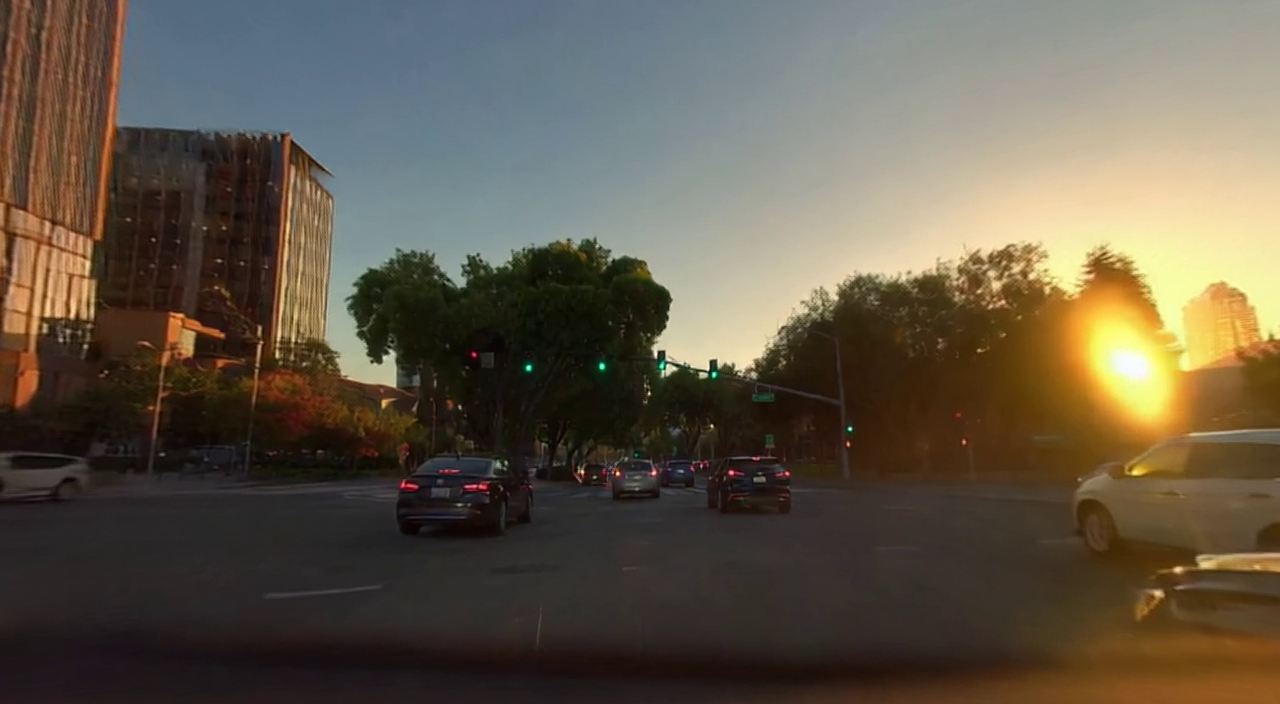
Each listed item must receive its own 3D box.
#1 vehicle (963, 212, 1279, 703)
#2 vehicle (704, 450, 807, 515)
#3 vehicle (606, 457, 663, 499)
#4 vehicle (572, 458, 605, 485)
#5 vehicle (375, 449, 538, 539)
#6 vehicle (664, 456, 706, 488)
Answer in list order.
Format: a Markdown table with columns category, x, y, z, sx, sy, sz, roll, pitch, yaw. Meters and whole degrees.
| category | x | y | z | sx | sy | sz | roll | pitch | yaw |
| --- | --- | --- | --- | --- | --- | --- | --- | --- | --- |
| vehicle | 2.764 | 0.411 | 0.520 | 2.153 | 1.853 | 5.235 | 0 | -8 | -1 |
| vehicle | 3.196 | 3.716 | 18.614 | 1.996 | 1.566 | 4.917 | 0 | -8 | -2 |
| vehicle | -0.253 | 5.032 | 25.578 | 2.098 | 1.461 | 3.958 | 0 | -8 | -1 |
| vehicle | -3.657 | 8.647 | 45.885 | 2.033 | 1.714 | 4.278 | 0 | -8 | 0 |
| vehicle | -3.541 | 2.814 | 13.236 | 2.045 | 1.463 | 4.490 | 0 | -8 | 0 |
| vehicle | 2.697 | 7.395 | 39.221 | 2.138 | 1.778 | 4.422 | 0 | -8 | -2 |
